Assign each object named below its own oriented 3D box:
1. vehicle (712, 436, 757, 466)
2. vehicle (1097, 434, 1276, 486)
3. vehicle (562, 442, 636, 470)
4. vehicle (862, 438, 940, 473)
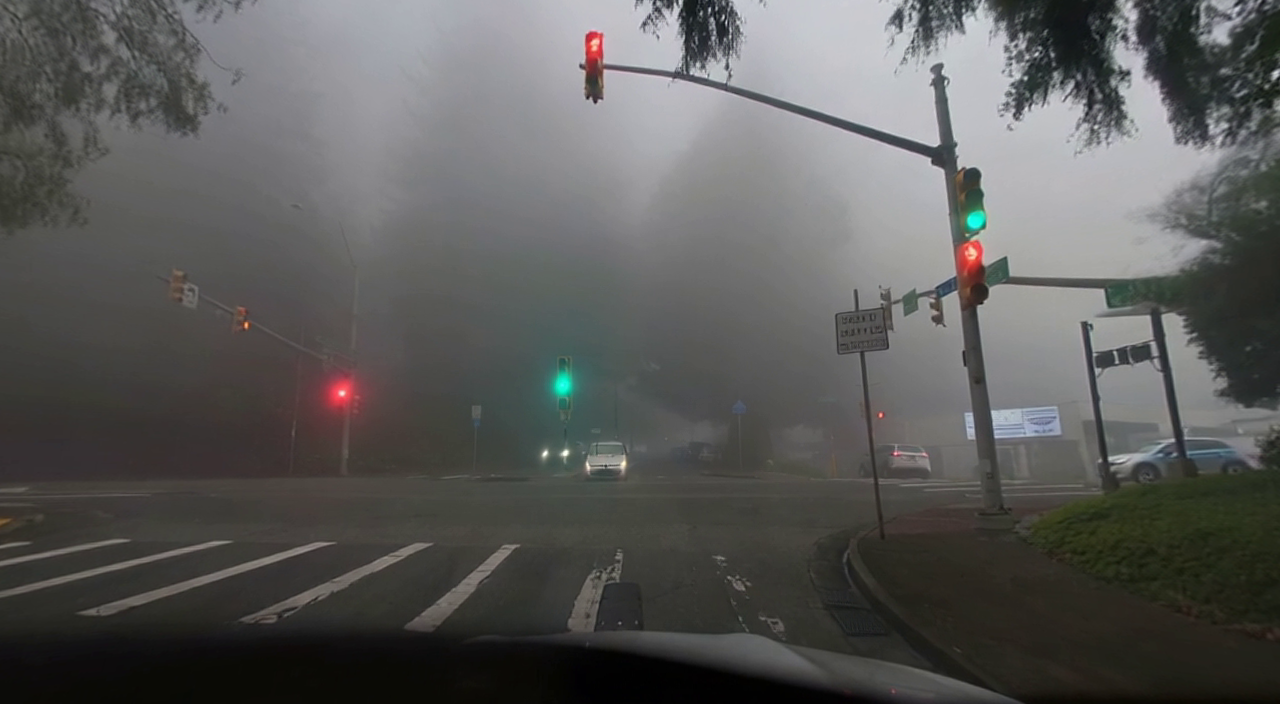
[{"bbox_3d":[6.895,7.207,46.155,1.491,2.041,2.964,7,-10,-38],"label":"vehicle"},{"bbox_3d":[16.801,3.318,19.514,3.876,1.512,1.784,0,-8,-1],"label":"vehicle"},{"bbox_3d":[-2.450,6.150,37.552,3.991,1.526,1.868,-5,-9,30],"label":"vehicle"},{"bbox_3d":[12.409,5.034,30.269,1.922,1.529,3.964,0,-11,-2],"label":"vehicle"}]
